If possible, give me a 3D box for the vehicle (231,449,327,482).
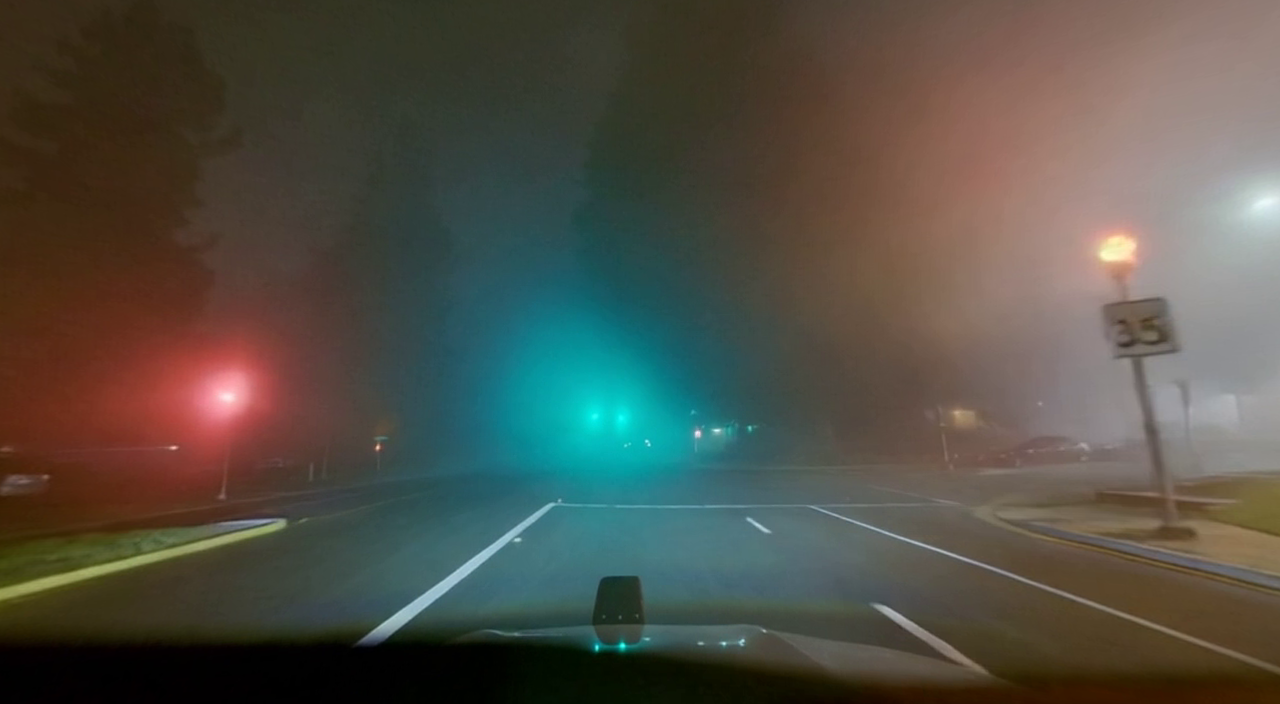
[{"bbox_3d":[-20.354,6.403,35.765,4.171,1.728,2.069,0,-9,1],"label":"vehicle"}]

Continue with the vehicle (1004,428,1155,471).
[{"bbox_3d":[19.368,4.358,28.021,5.172,1.468,1.964,-4,-11,-1],"label":"vehicle"}]

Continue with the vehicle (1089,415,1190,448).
[{"bbox_3d":[28.523,4.624,36.352,2.049,1.739,4.982,-1,-9,5],"label":"vehicle"}]
